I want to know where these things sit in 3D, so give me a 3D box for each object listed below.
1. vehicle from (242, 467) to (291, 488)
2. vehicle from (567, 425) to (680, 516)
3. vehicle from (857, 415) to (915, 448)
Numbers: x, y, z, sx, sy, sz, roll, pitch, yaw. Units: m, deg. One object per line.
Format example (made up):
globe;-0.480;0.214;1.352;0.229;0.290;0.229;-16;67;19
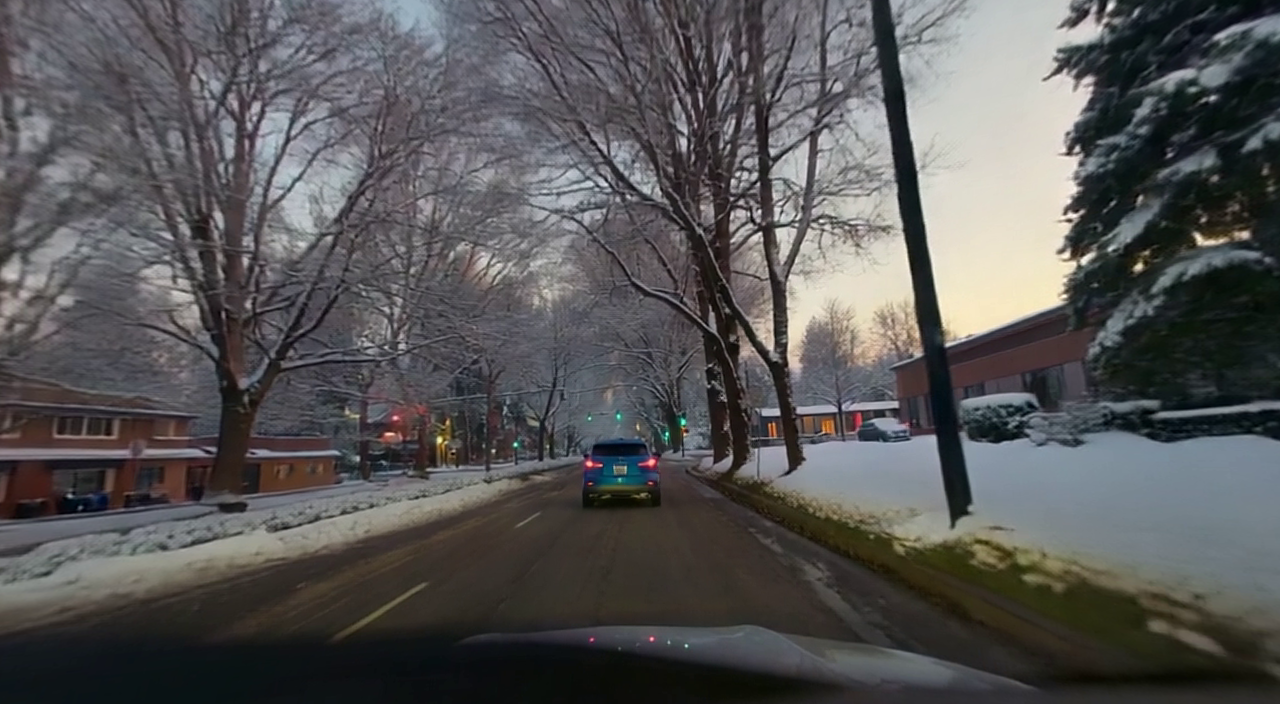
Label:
vehicle;-28.675;9.600;48.661;1.771;1.435;4.144;-1;-10;-8
vehicle;-0.347;2.541;14.023;2.136;1.703;3.910;0;-8;-1
vehicle;16.234;5.336;42.011;2.039;1.990;5.111;-1;-8;4
